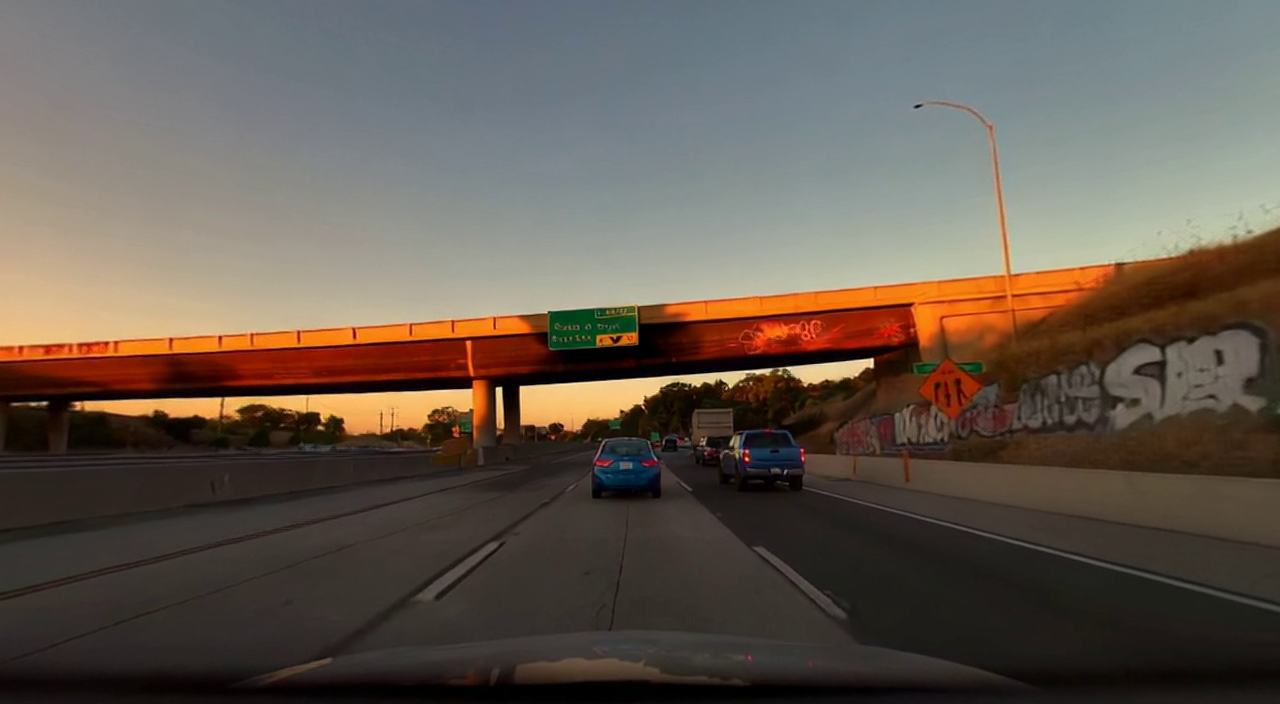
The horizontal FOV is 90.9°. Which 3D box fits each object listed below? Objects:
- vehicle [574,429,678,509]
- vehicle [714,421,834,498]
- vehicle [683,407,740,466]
[{"bbox_3d":[-0.280,2.761,15.332,2.193,1.651,3.946,0,-8,1],"label":"vehicle"},{"bbox_3d":[3.739,3.163,18.979,2.311,1.922,5.977,0,-8,0],"label":"vehicle"},{"bbox_3d":[4.438,5.503,40.552,2.873,3.408,7.323,0,-8,1],"label":"vehicle"}]
